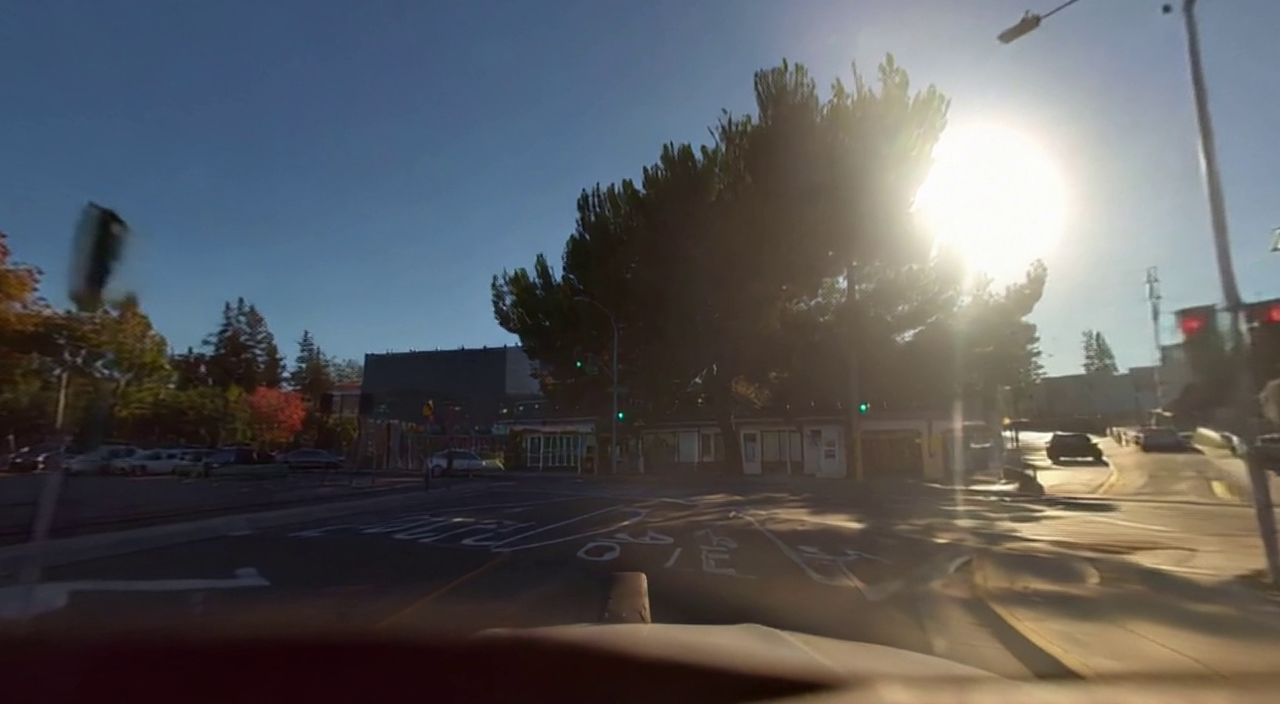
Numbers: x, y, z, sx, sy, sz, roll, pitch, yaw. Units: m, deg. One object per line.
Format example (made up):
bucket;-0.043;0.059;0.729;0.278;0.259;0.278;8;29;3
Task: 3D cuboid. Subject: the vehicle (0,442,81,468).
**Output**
vehicle;-39.415;6.763;41.146;2.002;1.603;4.547;2;-9;-12

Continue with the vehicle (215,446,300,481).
vehicle;-16.678;4.878;27.636;1.789;1.399;4.236;2;-9;-12

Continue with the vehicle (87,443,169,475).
vehicle;-26.242;5.492;32.346;1.771;1.510;3.545;2;-9;-13

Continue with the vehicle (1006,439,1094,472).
vehicle;26.140;6.620;40.266;4.474;1.956;2.263;-5;-11;29

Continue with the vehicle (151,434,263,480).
vehicle;-19.794;4.822;29.011;2.337;1.934;4.843;2;-9;-10

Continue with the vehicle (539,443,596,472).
vehicle;-5.245;7.657;45.697;2.072;1.922;4.112;-5;-10;29
